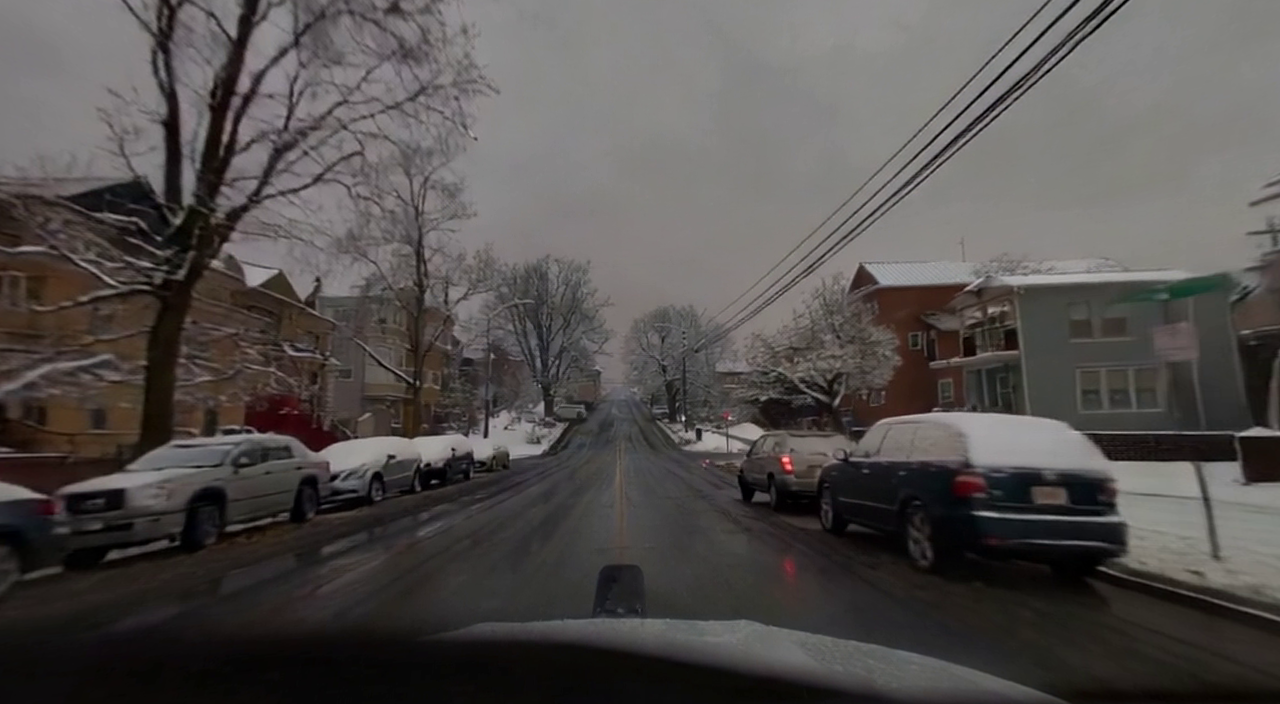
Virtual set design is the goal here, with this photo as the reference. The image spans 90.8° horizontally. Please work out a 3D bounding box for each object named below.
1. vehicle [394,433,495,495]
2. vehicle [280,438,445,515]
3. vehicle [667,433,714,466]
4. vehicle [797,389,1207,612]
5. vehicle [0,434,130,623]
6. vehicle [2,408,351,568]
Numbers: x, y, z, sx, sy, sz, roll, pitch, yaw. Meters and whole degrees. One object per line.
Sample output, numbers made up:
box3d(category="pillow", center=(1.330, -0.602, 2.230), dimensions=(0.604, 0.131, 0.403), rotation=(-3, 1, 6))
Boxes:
box3d(category="vehicle", center=(-6.144, 3.519, 20.509), dimensions=(1.922, 1.569, 4.677), rotation=(-1, -5, -1))
box3d(category="vehicle", center=(-6.292, 2.826, 15.005), dimensions=(1.909, 1.490, 4.439), rotation=(-1, -8, 0))
box3d(category="vehicle", center=(2.633, 5.213, 33.860), dimensions=(1.966, 1.620, 4.187), rotation=(0, -8, -3))
box3d(category="vehicle", center=(3.419, 1.494, 7.293), dimensions=(1.952, 1.738, 4.518), rotation=(0, -8, -1))
box3d(category="vehicle", center=(-6.050, 1.291, 4.224), dimensions=(2.003, 1.489, 4.051), rotation=(0, -8, -3))
box3d(category="vehicle", center=(-6.208, 1.872, 9.356), dimensions=(1.830, 1.750, 4.502), rotation=(1, -9, -2))
